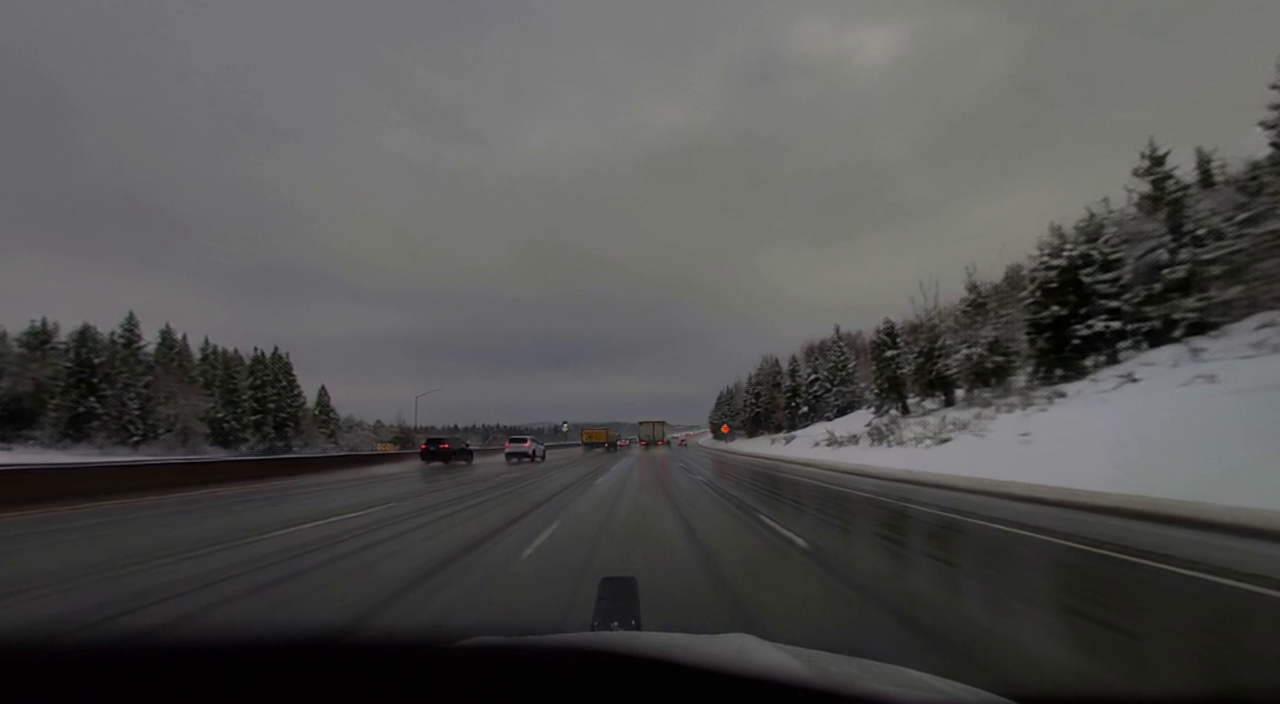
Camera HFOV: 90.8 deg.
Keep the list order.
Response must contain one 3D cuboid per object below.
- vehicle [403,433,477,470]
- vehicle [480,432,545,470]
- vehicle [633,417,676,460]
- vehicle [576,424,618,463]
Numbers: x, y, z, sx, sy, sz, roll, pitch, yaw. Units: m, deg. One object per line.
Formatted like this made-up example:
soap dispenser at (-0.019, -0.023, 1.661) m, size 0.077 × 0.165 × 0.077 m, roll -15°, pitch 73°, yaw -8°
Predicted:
vehicle at (-10.371, 5.208, 33.254) m, size 2.080 × 1.777 × 5.450 m, roll 0°, pitch -8°, yaw 1°
vehicle at (-6.655, 5.251, 33.593) m, size 2.206 × 1.838 × 4.889 m, roll 0°, pitch -8°, yaw 3°
vehicle at (1.013, 6.175, 44.973) m, size 2.768 × 2.854 × 6.757 m, roll 0°, pitch -8°, yaw 1°
vehicle at (-2.920, 6.336, 43.907) m, size 2.328 × 2.519 × 5.238 m, roll 0°, pitch -8°, yaw 2°
